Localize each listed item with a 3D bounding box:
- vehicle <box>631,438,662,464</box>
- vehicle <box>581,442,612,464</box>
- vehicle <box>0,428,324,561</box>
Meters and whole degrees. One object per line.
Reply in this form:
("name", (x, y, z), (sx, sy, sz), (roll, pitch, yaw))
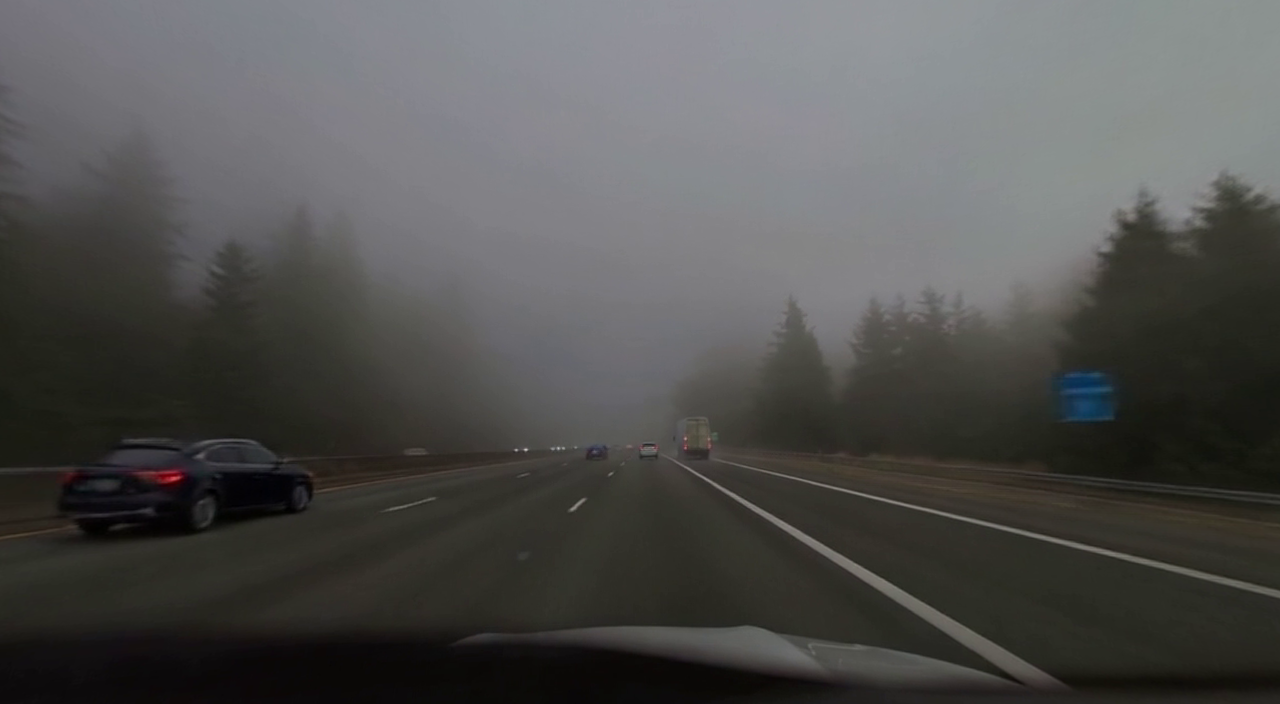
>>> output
("vehicle", (0.480, 7.394, 47.186), (2.212, 1.807, 4.372), (0, -9, 0))
("vehicle", (-3.240, 7.561, 47.380), (2.025, 1.571, 3.662), (0, -9, 1))
("vehicle", (-7.106, 2.014, 9.689), (1.947, 1.513, 4.751), (-1, -9, 1))
